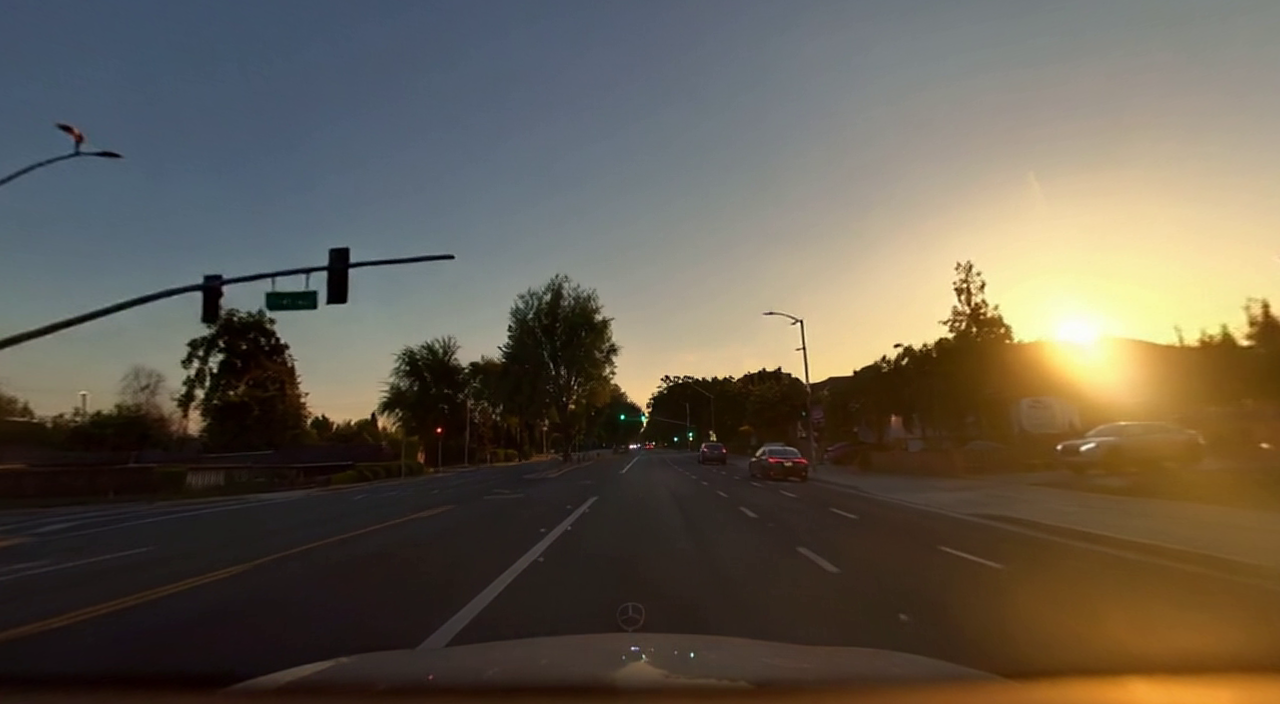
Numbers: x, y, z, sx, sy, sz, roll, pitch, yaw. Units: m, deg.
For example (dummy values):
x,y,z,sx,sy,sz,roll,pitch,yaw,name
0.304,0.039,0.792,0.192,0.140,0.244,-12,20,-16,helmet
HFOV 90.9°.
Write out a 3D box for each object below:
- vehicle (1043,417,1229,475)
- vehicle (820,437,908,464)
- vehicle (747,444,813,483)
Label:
x,y,z,sx,sy,sz,roll,pitch,yaw,name
14.559,2.782,18.700,3.769,1.598,1.987,0,-8,1,vehicle
13.011,5.745,36.784,4.461,1.461,1.805,0,-8,-1,vehicle
5.824,4.676,26.817,1.855,1.520,4.808,0,-8,2,vehicle
